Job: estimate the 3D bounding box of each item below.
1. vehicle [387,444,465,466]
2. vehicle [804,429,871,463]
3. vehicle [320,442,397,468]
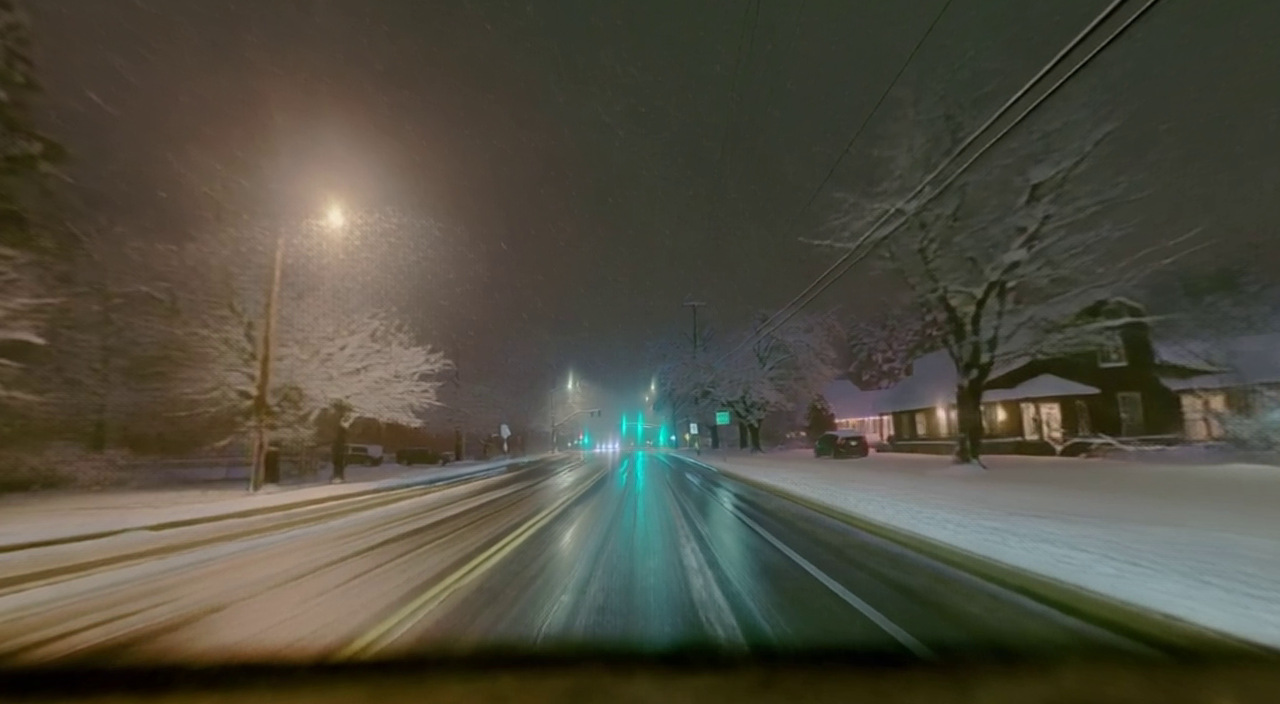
[{"bbox_3d":[-15.072,7.275,44.604,4.787,1.474,1.967,-1,-8,3],"label":"vehicle"},{"bbox_3d":[9.776,4.716,31.572,1.805,1.571,4.467,0,-9,-2],"label":"vehicle"},{"bbox_3d":[-18.900,6.923,42.449,4.233,1.623,1.943,0,-8,1],"label":"vehicle"}]
